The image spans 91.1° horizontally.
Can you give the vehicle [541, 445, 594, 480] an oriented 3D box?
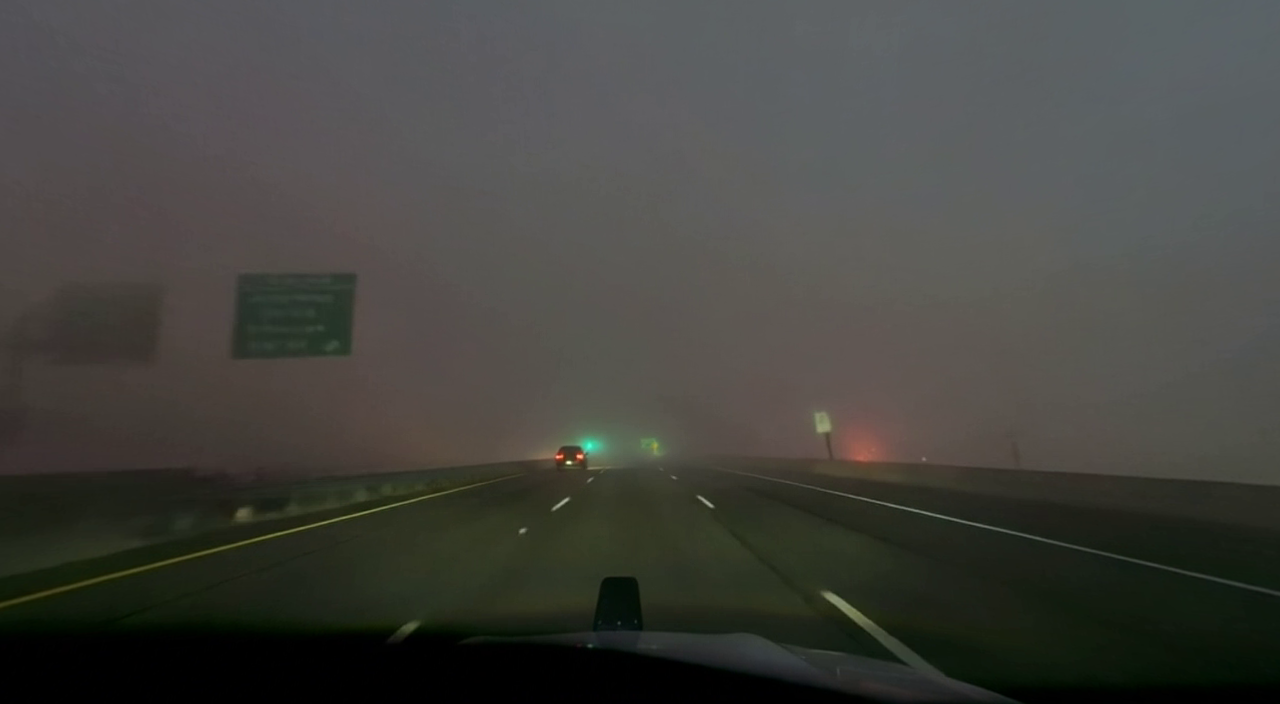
[{"bbox_3d":[-3.361,5.229,30.027,2.100,1.525,4.179,0,-9,-1],"label":"vehicle"}]
